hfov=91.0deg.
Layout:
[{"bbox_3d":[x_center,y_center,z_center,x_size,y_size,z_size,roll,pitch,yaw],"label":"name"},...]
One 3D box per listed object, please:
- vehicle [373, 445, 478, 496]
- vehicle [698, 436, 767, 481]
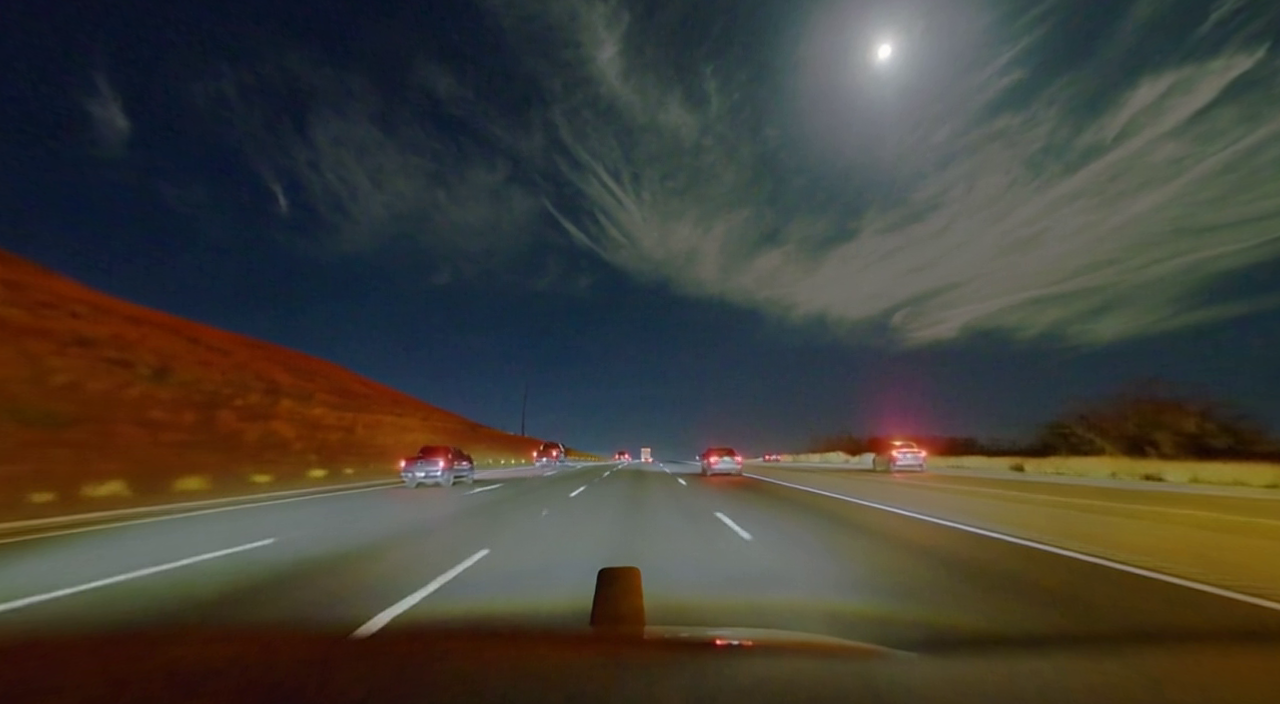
[{"bbox_3d":[-7.223,4.023,21.842,1.935,1.550,4.883,0,-9,0],"label":"vehicle"},{"bbox_3d":[3.901,4.602,27.399,2.231,1.789,4.700,0,-9,0],"label":"vehicle"}]
